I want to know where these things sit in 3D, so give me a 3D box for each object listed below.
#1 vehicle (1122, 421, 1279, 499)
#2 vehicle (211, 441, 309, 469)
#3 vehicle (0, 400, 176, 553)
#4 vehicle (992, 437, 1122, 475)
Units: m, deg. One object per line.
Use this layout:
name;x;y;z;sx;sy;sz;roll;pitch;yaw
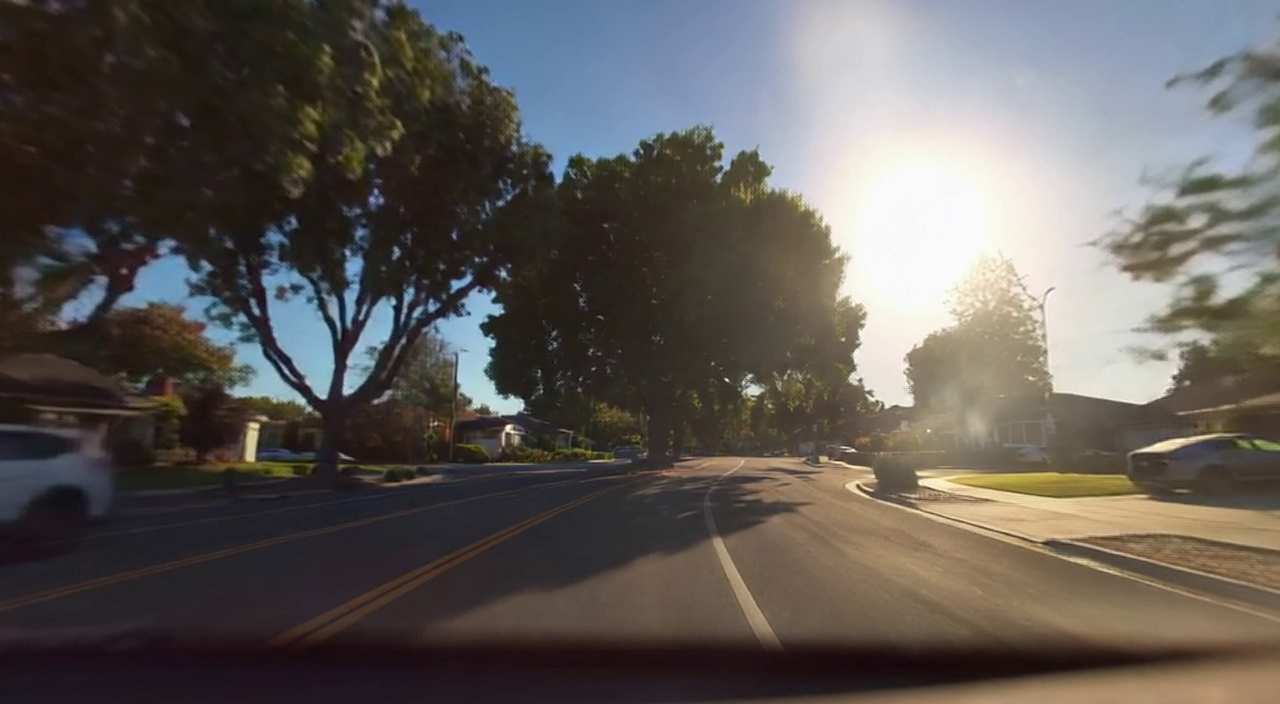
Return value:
vehicle;15.951;2.704;16.200;5.073;1.729;2.161;-6;-11;12
vehicle;-26.979;7.339;44.955;5.754;1.892;2.236;-2;-9;10
vehicle;-9.270;1.586;7.995;2.272;1.920;5.737;-1;-8;2
vehicle;23.221;5.825;35.410;5.484;1.842;2.188;-4;-10;11
